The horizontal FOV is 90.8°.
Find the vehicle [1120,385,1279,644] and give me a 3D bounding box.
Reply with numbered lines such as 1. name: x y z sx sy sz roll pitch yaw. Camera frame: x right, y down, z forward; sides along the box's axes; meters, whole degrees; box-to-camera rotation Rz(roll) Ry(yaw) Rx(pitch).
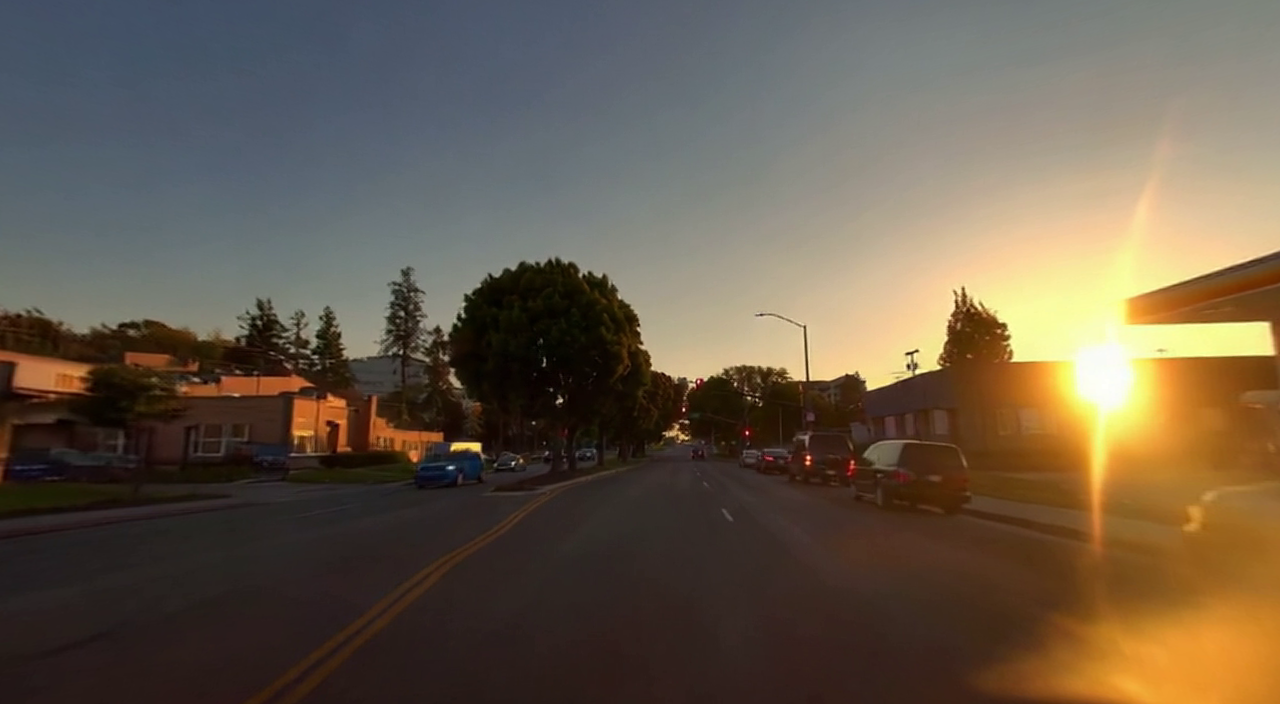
1. vehicle: 5.755 1.052 3.680 2.194 1.896 5.049 -1 -9 5

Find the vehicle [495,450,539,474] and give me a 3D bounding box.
1. vehicle: -8.851 7.957 45.847 1.954 1.652 4.440 -1 -9 5

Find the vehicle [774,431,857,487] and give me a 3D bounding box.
1. vehicle: 7.310 4.541 27.070 2.181 2.103 6.044 -1 -9 4

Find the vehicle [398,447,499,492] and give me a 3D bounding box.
1. vehicle: -7.502 4.634 25.322 2.007 1.606 4.764 -1 -9 8

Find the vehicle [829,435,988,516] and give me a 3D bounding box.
1. vehicle: 6.615 3.076 16.334 1.995 1.720 5.067 0 -9 2
